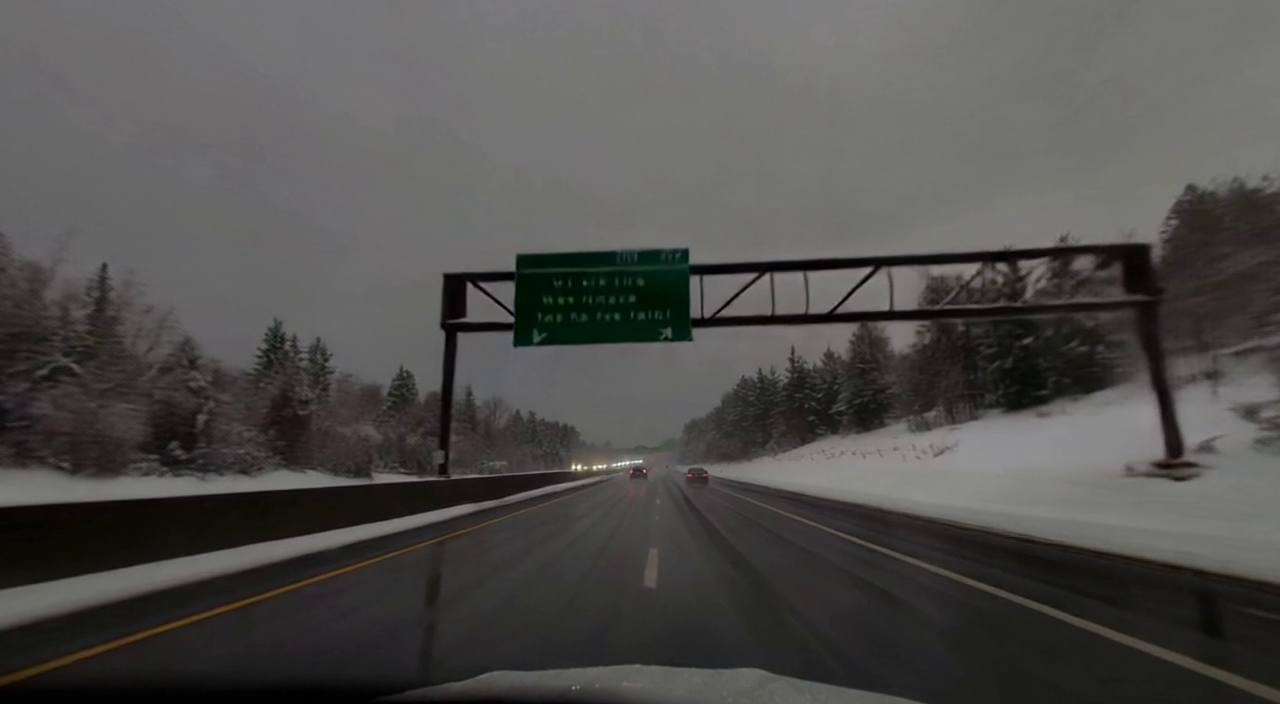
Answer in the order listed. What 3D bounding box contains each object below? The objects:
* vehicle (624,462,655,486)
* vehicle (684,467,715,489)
[{"bbox_3d":[0.008,9.517,49.278,2.160,1.721,4.368,0,-10,3],"label":"vehicle"},{"bbox_3d":[4.268,9.172,46.028,1.937,1.467,4.061,1,-10,1],"label":"vehicle"}]
